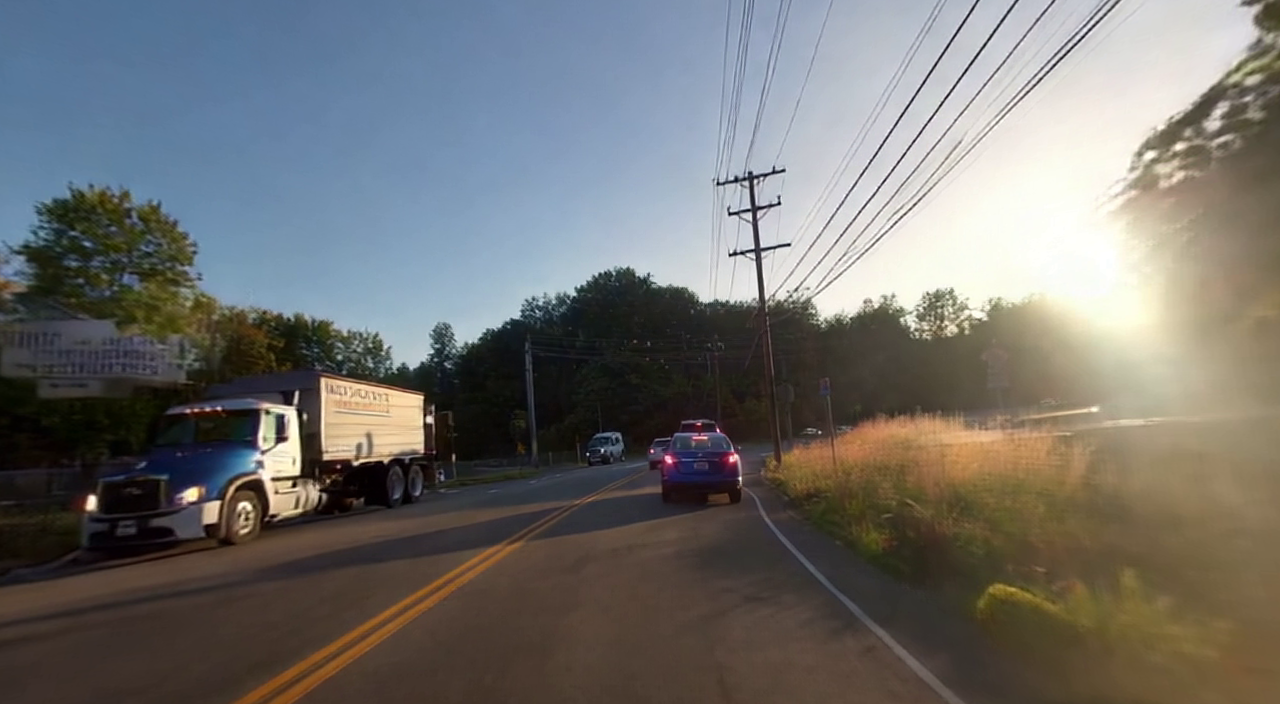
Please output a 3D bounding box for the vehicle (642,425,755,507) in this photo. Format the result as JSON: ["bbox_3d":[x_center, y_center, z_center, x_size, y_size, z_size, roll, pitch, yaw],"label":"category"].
[{"bbox_3d":[1.216,2.415,13.714,2.081,1.503,3.726,-1,-8,4],"label":"vehicle"}]

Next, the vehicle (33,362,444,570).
[{"bbox_3d":[-7.893,2.201,14.094,3.395,3.071,7.634,-7,-6,9],"label":"vehicle"}]
